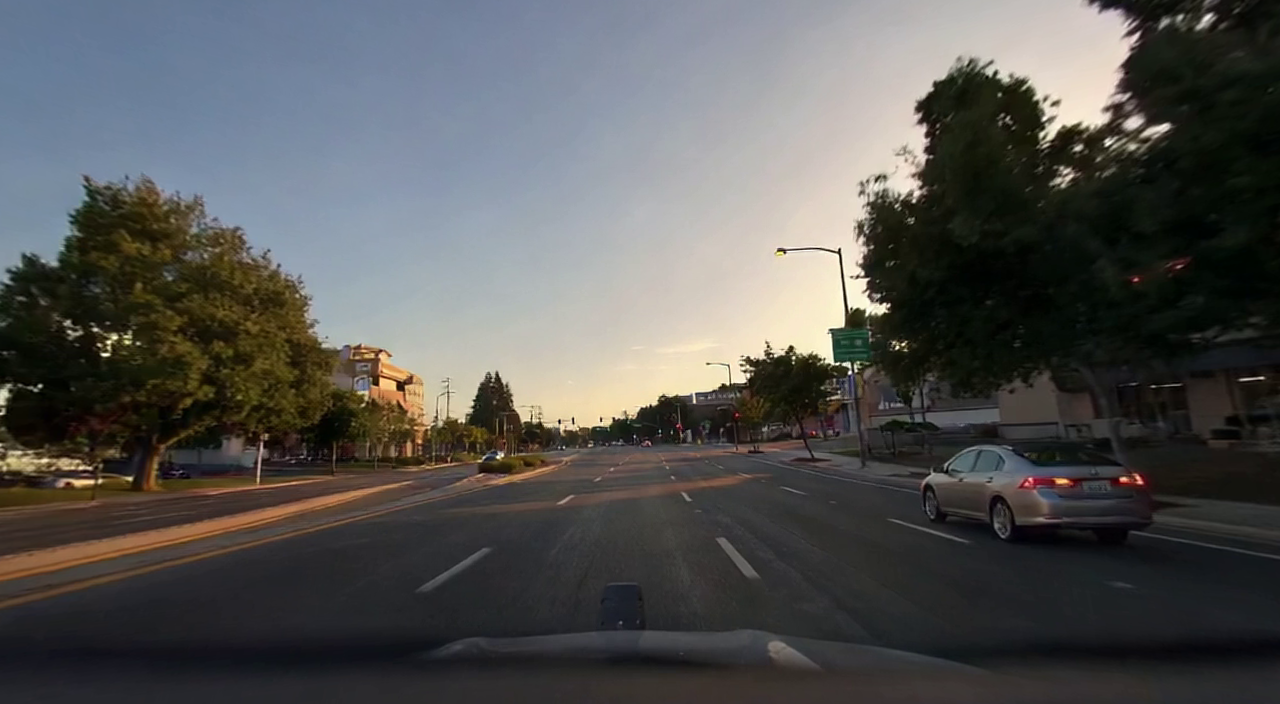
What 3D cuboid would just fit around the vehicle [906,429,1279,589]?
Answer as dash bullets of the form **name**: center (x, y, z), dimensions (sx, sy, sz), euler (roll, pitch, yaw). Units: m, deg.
- **vehicle**: center (5.497, 1.826, 8.291), dimensions (2.070, 1.491, 4.575), euler (0, -9, 1)
